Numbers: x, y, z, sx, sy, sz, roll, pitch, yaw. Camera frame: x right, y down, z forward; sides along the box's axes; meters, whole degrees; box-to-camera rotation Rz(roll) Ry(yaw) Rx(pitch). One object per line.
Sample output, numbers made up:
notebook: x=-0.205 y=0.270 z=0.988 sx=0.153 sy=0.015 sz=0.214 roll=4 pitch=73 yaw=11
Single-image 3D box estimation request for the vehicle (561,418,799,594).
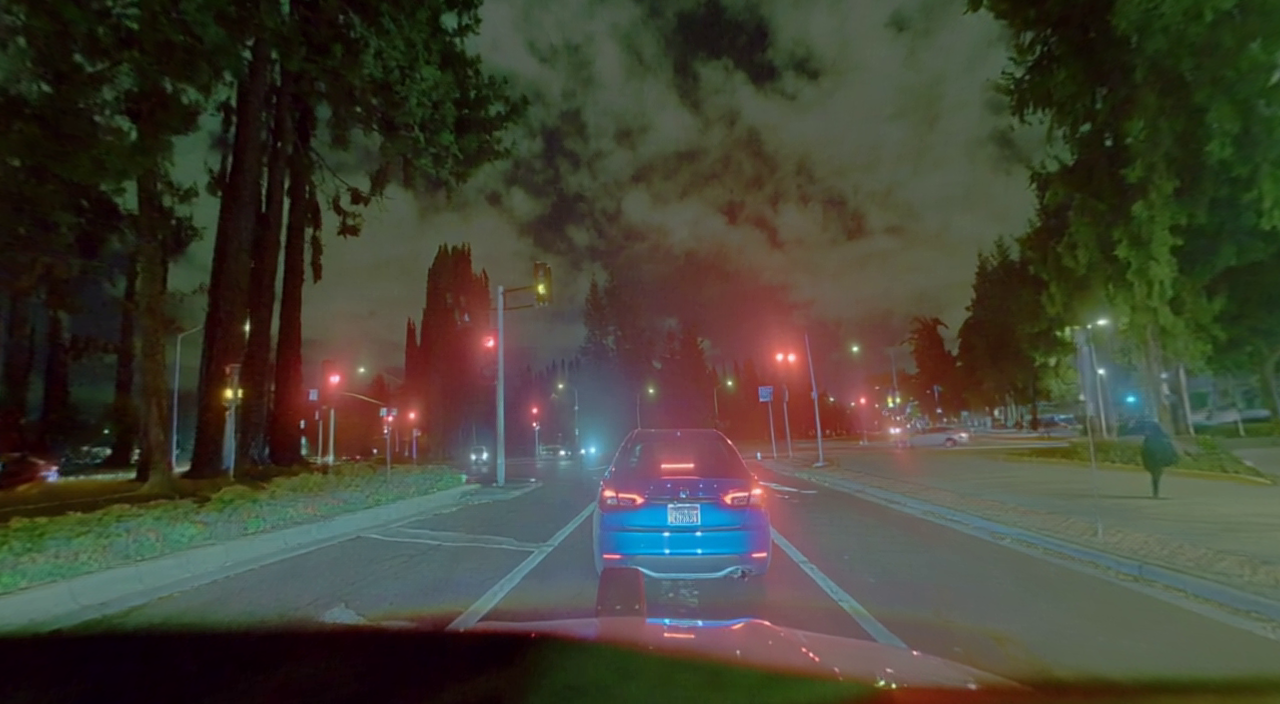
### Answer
vehicle: x=0.382 y=1.611 z=7.407 sx=2.035 sy=1.499 sz=3.799 roll=0 pitch=-8 yaw=1
